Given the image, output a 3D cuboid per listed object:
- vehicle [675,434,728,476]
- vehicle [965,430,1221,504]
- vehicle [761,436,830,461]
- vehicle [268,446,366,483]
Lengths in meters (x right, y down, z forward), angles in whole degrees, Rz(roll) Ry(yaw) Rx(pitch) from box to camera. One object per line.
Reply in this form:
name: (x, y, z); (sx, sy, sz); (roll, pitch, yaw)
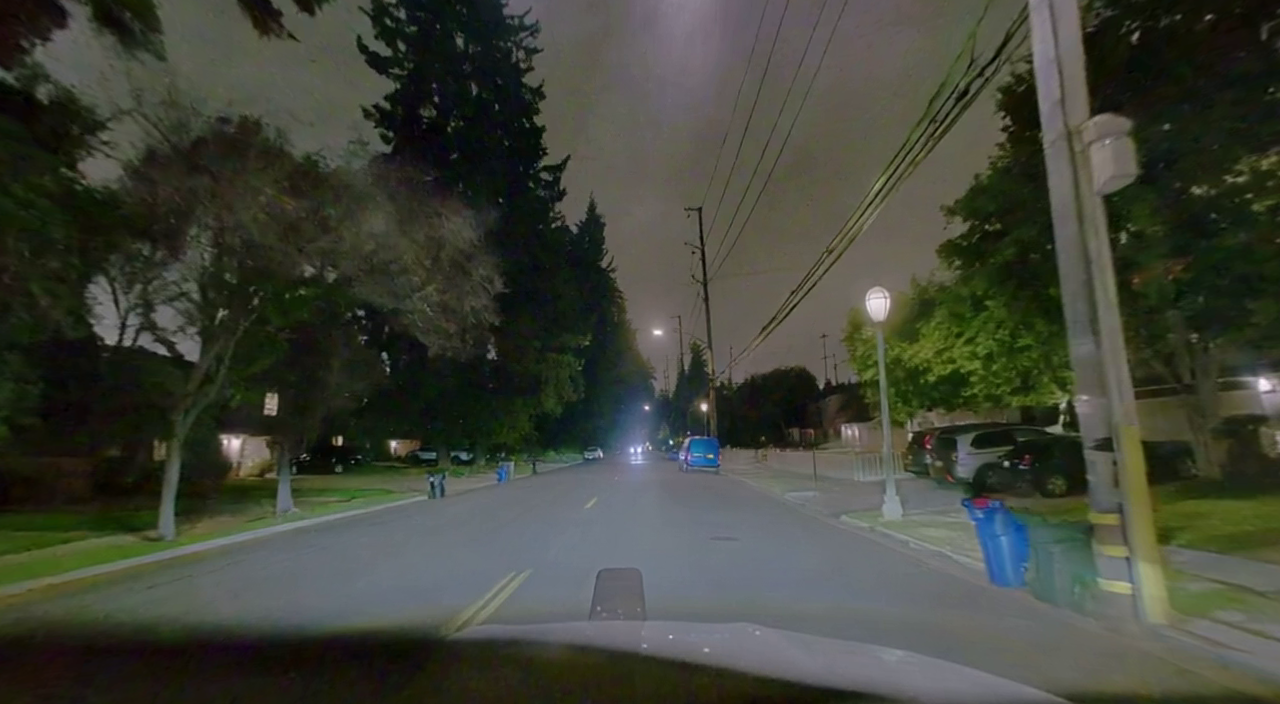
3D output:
vehicle: (3.240, 5.595, 34.535); (2.311, 2.069, 5.156); (0, -9, -1)
vehicle: (9.894, 2.528, 14.103); (4.125, 1.461, 1.984); (-1, -8, 2)
vehicle: (11.465, 7.178, 46.872); (4.602, 1.799, 1.859); (0, -9, 0)
vehicle: (-18.131, 6.302, 35.631); (4.414, 1.731, 2.008); (-2, -7, -4)
